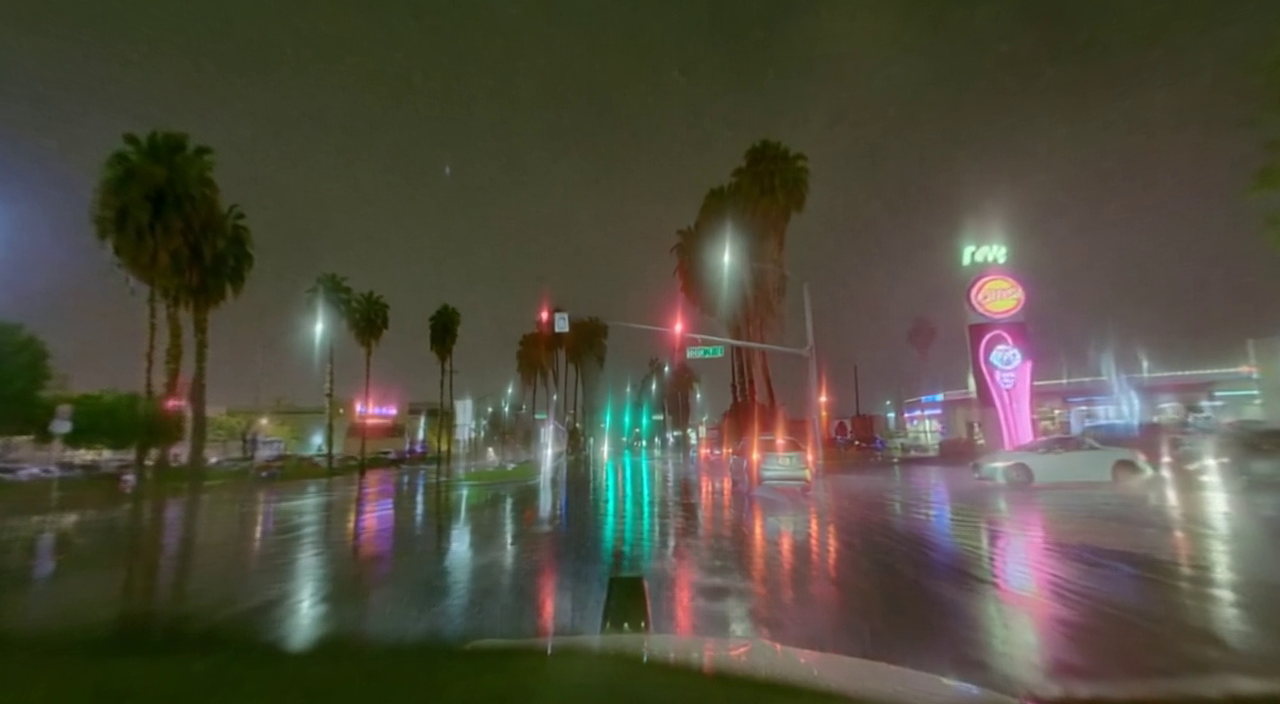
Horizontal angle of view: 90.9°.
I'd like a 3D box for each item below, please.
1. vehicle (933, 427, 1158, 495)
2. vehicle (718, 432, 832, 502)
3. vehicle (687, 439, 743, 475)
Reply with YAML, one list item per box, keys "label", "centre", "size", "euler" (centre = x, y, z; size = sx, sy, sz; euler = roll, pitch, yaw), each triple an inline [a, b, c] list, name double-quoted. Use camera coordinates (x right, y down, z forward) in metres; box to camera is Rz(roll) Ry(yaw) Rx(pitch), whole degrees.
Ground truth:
- label: "vehicle"
  centre: [10.563, 2.859, 16.743]
  size: [4.448, 1.640, 2.160]
  euler: [0, -8, 0]
- label: "vehicle"
  centre: [3.277, 2.858, 16.166]
  size: [1.931, 1.534, 4.126]
  euler: [0, -8, -1]
- label: "vehicle"
  centre: [3.233, 4.606, 28.018]
  size: [1.870, 1.467, 4.800]
  euler: [0, -8, 0]
